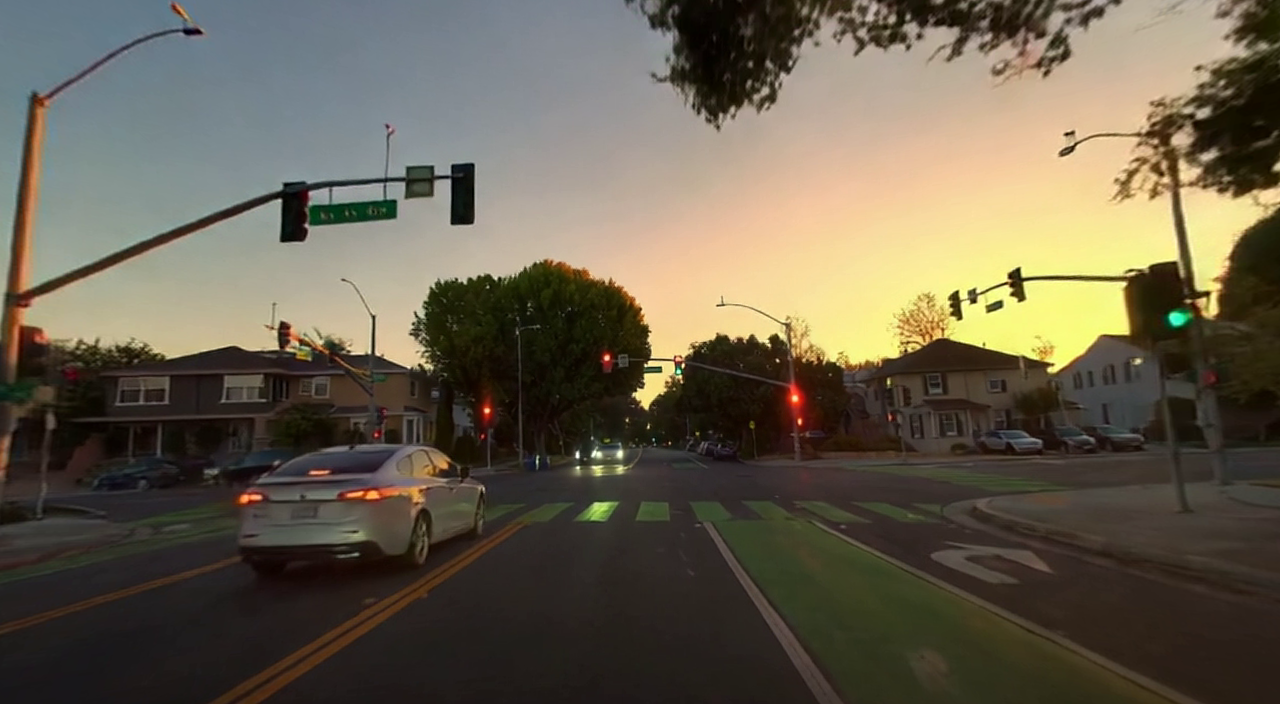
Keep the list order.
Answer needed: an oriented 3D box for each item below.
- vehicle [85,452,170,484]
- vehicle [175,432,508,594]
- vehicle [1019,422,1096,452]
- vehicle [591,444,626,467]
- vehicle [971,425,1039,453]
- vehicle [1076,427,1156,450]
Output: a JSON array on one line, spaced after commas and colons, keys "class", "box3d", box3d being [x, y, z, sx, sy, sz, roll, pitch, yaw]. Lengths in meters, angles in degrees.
[{"class": "vehicle", "box3d": [-35.088, 7.928, 43.290, 1.979, 2.043, 4.543, 0, -9, 0]}, {"class": "vehicle", "box3d": [-3.304, 1.876, 8.310, 1.904, 1.489, 4.746, 0, -9, 2]}, {"class": "vehicle", "box3d": [27.165, 5.618, 41.141, 2.033, 1.821, 4.542, 0, -9, 3]}, {"class": "vehicle", "box3d": [-2.107, 7.019, 42.931, 1.982, 1.472, 4.103, -1, -9, 3]}, {"class": "vehicle", "box3d": [24.013, 5.793, 41.563, 1.964, 1.759, 4.583, -1, -9, 4]}, {"class": "vehicle", "box3d": [30.979, 5.707, 41.176, 1.837, 1.396, 4.695, -1, -9, 5]}]
